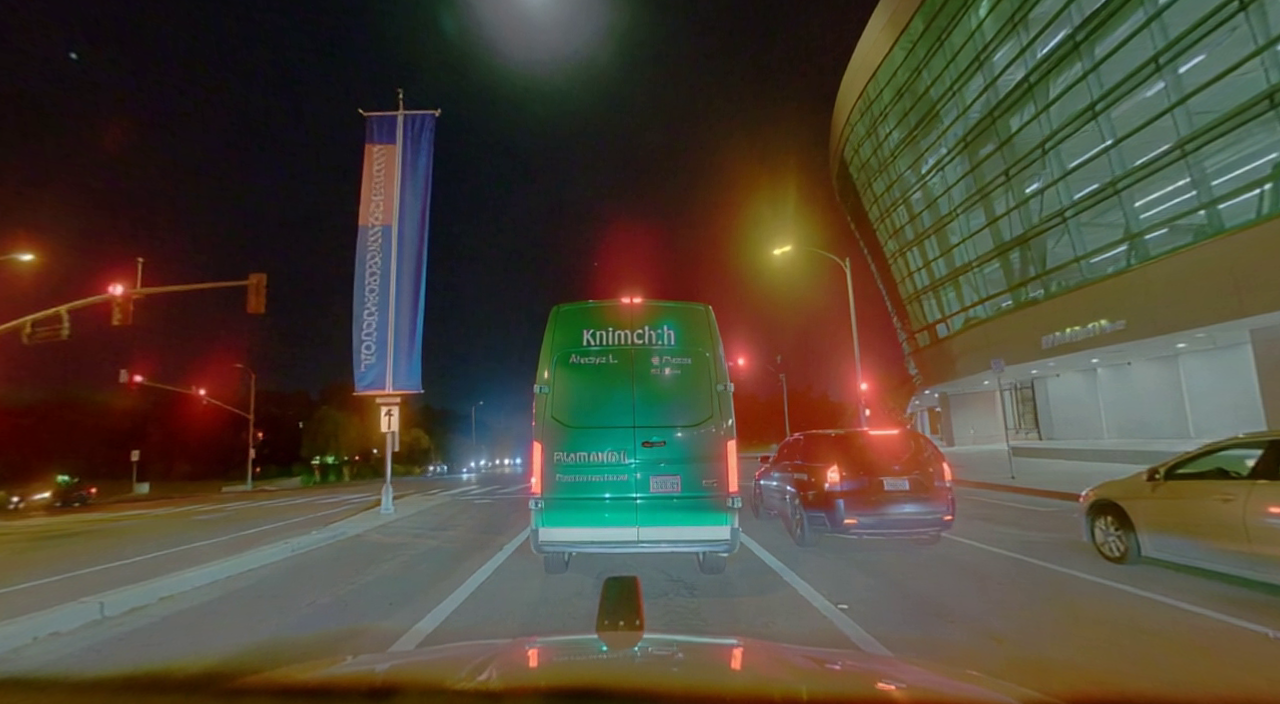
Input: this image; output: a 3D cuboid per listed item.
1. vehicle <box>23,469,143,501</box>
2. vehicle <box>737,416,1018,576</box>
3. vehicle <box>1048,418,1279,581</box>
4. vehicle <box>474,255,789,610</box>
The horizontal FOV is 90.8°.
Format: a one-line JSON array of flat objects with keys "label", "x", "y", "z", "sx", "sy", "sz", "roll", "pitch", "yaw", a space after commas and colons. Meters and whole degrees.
[{"label": "vehicle", "x": -31.099, "y": 7.433, "z": 35.396, "sx": 4.806, "sy": 1.652, "sz": 1.869, "roll": 0, "pitch": -8, "yaw": -2}, {"label": "vehicle", "x": 2.882, "y": 1.864, "z": 9.041, "sx": 2.183, "sy": 1.676, "sz": 4.506, "roll": 0, "pitch": -8, "yaw": -1}, {"label": "vehicle", "x": 7.525, "y": 1.589, "z": 7.006, "sx": 1.963, "sy": 1.669, "sz": 4.678, "roll": 3, "pitch": -9, "yaw": -20}, {"label": "vehicle", "x": -0.037, "y": 1.174, "z": 9.088, "sx": 2.613, "sy": 3.035, "sz": 7.342, "roll": 0, "pitch": -8, "yaw": 1}]
